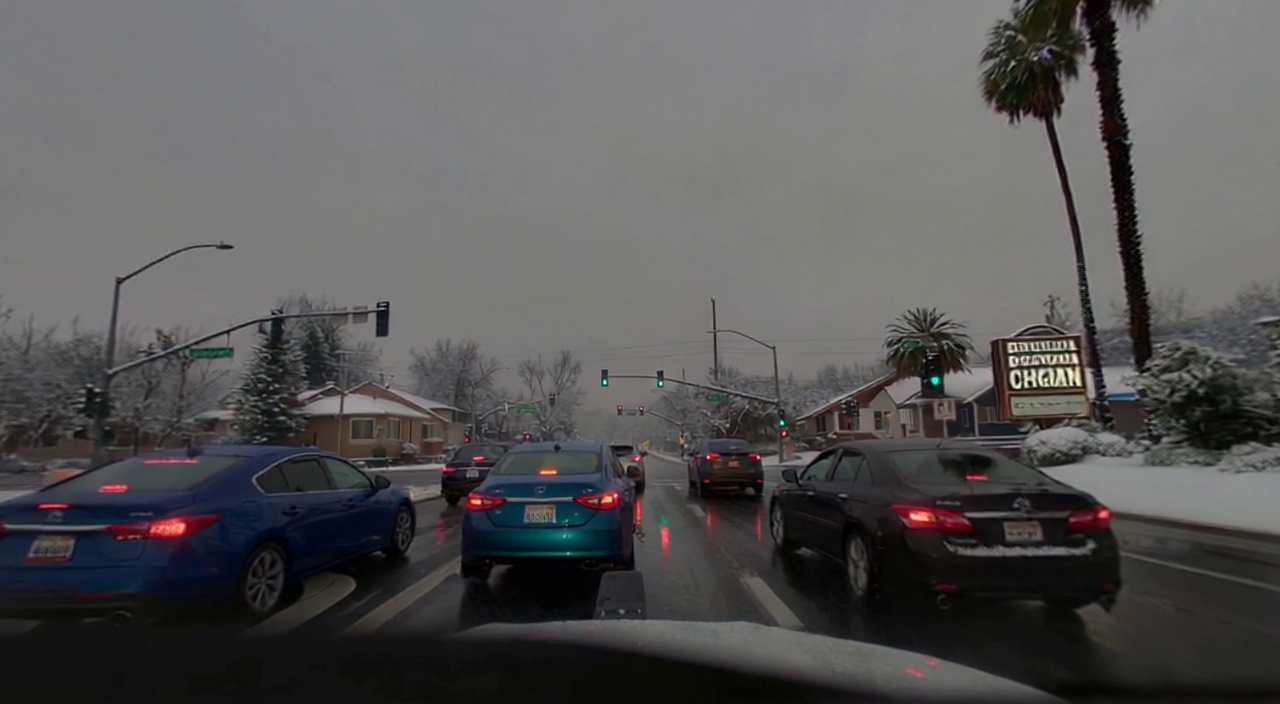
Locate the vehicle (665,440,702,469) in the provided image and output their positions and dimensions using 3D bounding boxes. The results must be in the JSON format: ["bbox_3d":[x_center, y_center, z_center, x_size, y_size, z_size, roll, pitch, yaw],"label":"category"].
[{"bbox_3d":[2.839,6.771,41.953,2.063,1.750,4.410,0,-8,-1],"label":"vehicle"}]

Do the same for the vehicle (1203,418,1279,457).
[{"bbox_3d":[28.686,3.873,28.384,4.517,1.695,1.953,-2,-9,12],"label":"vehicle"}]

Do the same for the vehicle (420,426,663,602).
[{"bbox_3d":[-0.894,1.696,7.474,2.104,1.500,3.815,0,-8,-1],"label":"vehicle"}]

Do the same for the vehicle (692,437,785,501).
[{"bbox_3d":[2.709,3.324,18.395,1.956,1.615,4.205,0,-8,-1],"label":"vehicle"}]

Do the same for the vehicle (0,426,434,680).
[{"bbox_3d":[-3.688,1.520,6.018,2.058,1.474,4.473,0,-8,-2],"label":"vehicle"}]

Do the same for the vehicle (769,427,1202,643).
[{"bbox_3d":[2.824,1.577,6.553,2.014,1.464,4.312,0,-8,0],"label":"vehicle"}]
